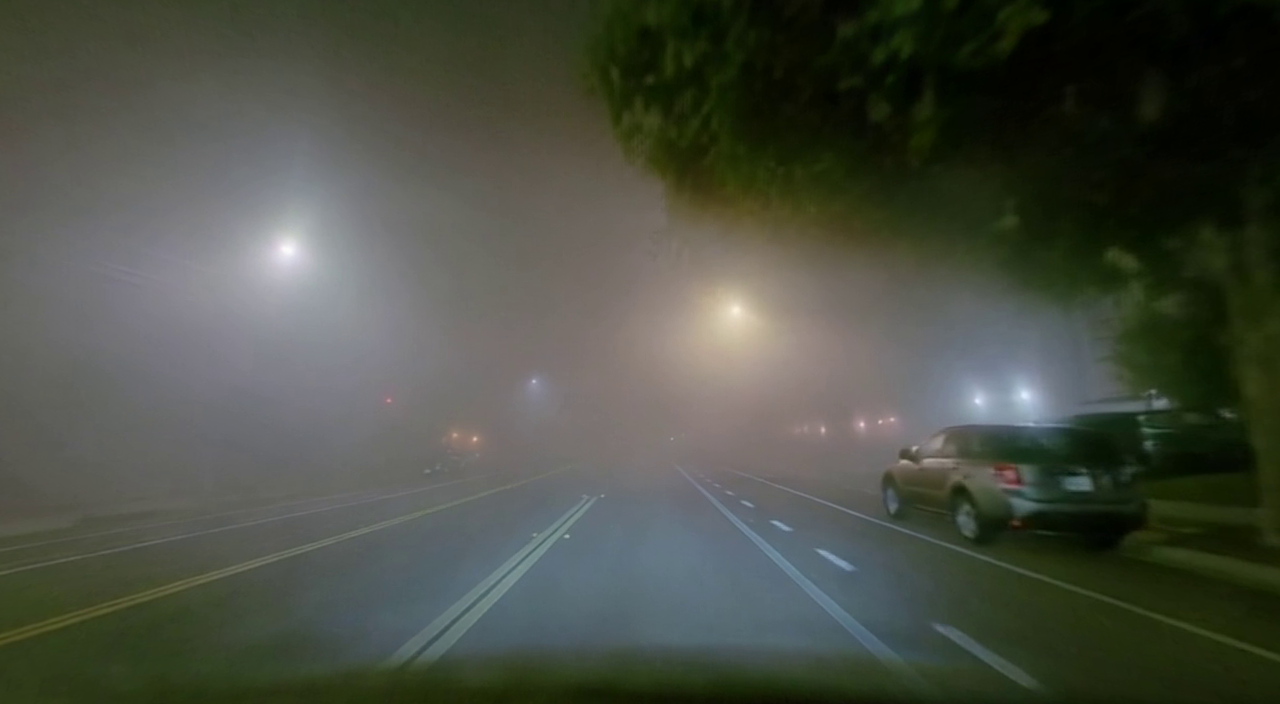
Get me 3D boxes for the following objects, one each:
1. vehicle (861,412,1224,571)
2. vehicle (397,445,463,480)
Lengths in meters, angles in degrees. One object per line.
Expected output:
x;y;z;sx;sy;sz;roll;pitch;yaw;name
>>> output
5.169;1.834;9.164;2.104;1.687;4.636;0;-8;-1;vehicle
-11.428;6.007;34.722;2.023;1.629;4.822;-2;-7;0;vehicle
